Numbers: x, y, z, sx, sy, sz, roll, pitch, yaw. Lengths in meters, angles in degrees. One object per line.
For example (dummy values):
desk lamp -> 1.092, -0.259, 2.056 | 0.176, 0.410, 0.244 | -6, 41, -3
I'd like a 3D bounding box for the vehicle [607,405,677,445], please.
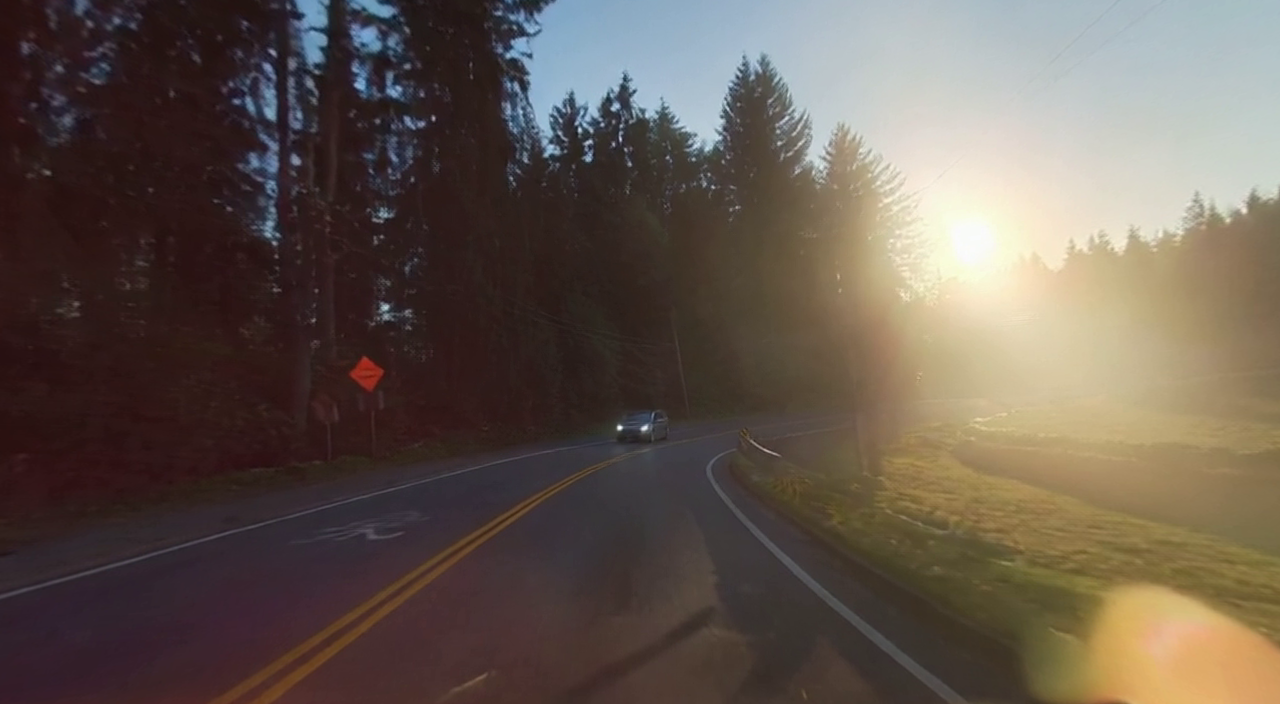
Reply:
vehicle -> 0.207, 3.873, 33.155 | 2.095, 1.939, 4.857 | -3, -8, 21
